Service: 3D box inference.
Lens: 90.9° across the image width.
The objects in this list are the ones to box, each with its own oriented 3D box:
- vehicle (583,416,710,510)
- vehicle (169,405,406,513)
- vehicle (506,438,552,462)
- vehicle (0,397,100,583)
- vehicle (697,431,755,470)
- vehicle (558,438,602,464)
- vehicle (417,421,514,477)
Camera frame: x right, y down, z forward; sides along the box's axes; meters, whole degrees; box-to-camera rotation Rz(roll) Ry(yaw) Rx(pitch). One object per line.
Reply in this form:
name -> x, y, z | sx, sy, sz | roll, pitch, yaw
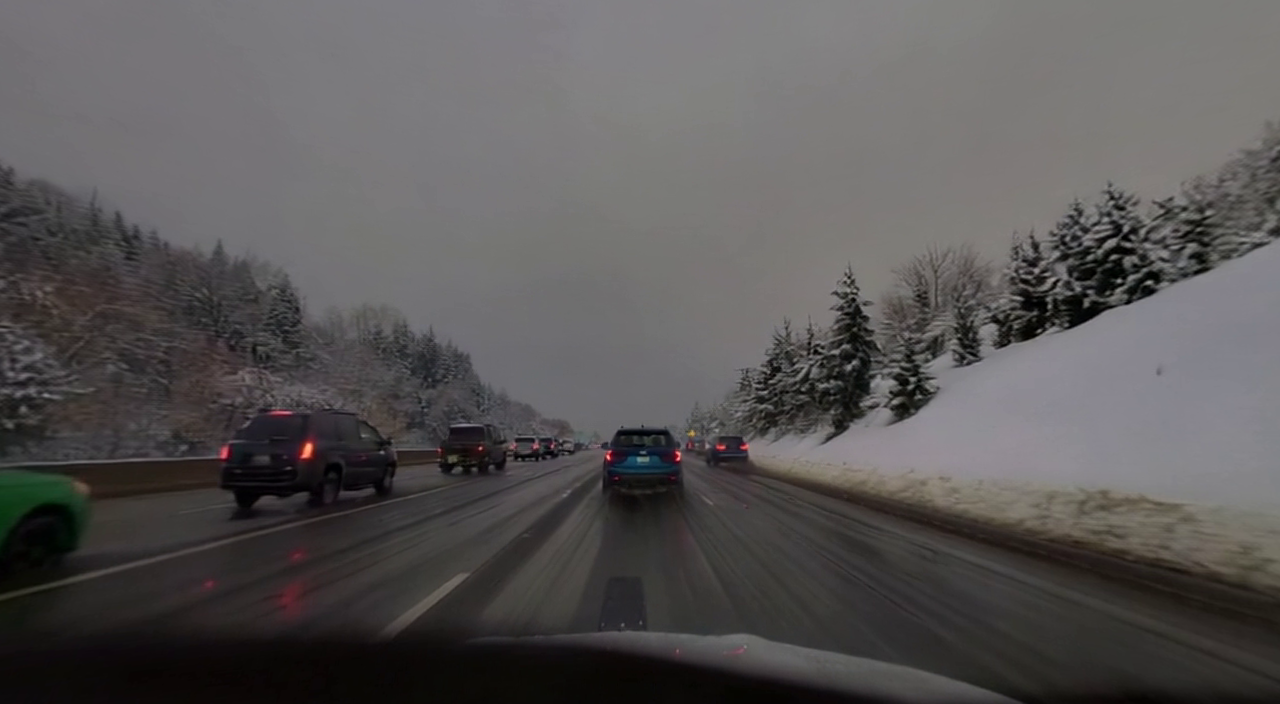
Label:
vehicle -> 0.133, 2.466, 14.387 | 2.447, 1.804, 4.273 | 0, -9, 0
vehicle -> -7.346, 2.320, 14.028 | 2.230, 1.928, 5.112 | 0, -9, 1
vehicle -> -6.918, 6.185, 39.870 | 1.957, 1.467, 4.640 | 0, -9, 1
vehicle -> -6.969, 1.098, 4.609 | 2.024, 1.706, 4.462 | 0, -9, 1
vehicle -> 4.138, 4.815, 30.961 | 2.092, 1.723, 4.629 | 0, -9, -1
vehicle -> -3.427, 5.781, 36.934 | 2.108, 1.442, 4.143 | 0, -9, 1
vehicle -> -6.737, 3.854, 25.064 | 2.294, 1.982, 5.040 | 0, -9, 1
